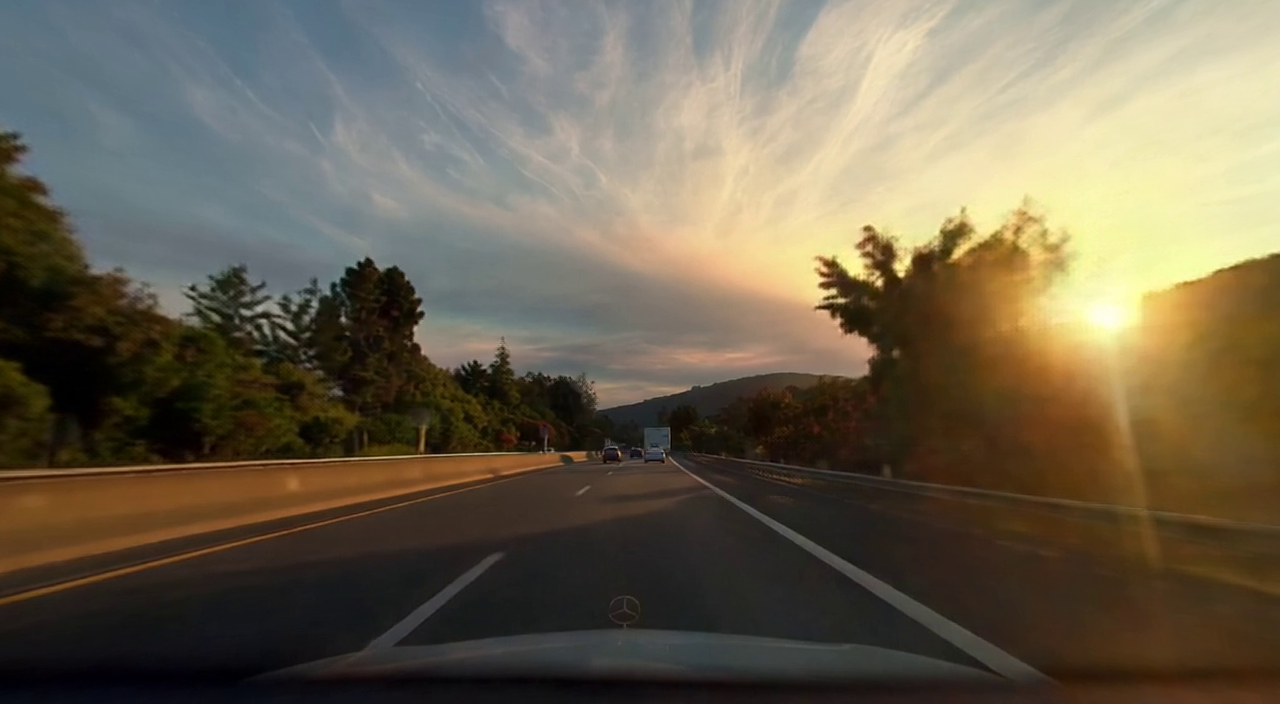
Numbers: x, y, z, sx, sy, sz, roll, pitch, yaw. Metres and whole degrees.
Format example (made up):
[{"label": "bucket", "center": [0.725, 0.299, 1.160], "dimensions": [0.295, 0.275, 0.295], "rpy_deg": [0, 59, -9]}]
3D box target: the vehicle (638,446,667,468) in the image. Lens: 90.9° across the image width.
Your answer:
[{"label": "vehicle", "center": [0.876, 7.385, 44.407], "dimensions": [1.934, 1.488, 3.832], "rpy_deg": [0, -9, 1]}]
